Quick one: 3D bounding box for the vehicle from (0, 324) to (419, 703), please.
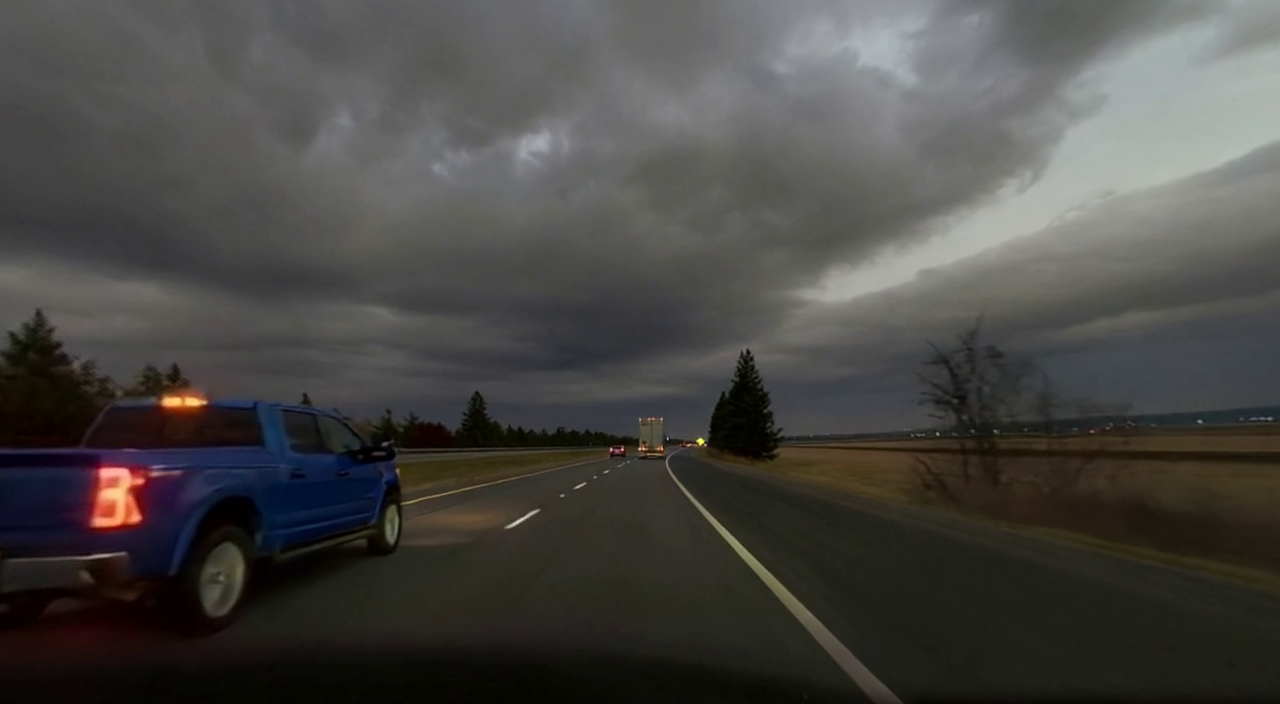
[{"bbox_3d":[-4.026,1.132,5.512,2.295,1.815,4.983,0,-9,1],"label":"vehicle"}]
